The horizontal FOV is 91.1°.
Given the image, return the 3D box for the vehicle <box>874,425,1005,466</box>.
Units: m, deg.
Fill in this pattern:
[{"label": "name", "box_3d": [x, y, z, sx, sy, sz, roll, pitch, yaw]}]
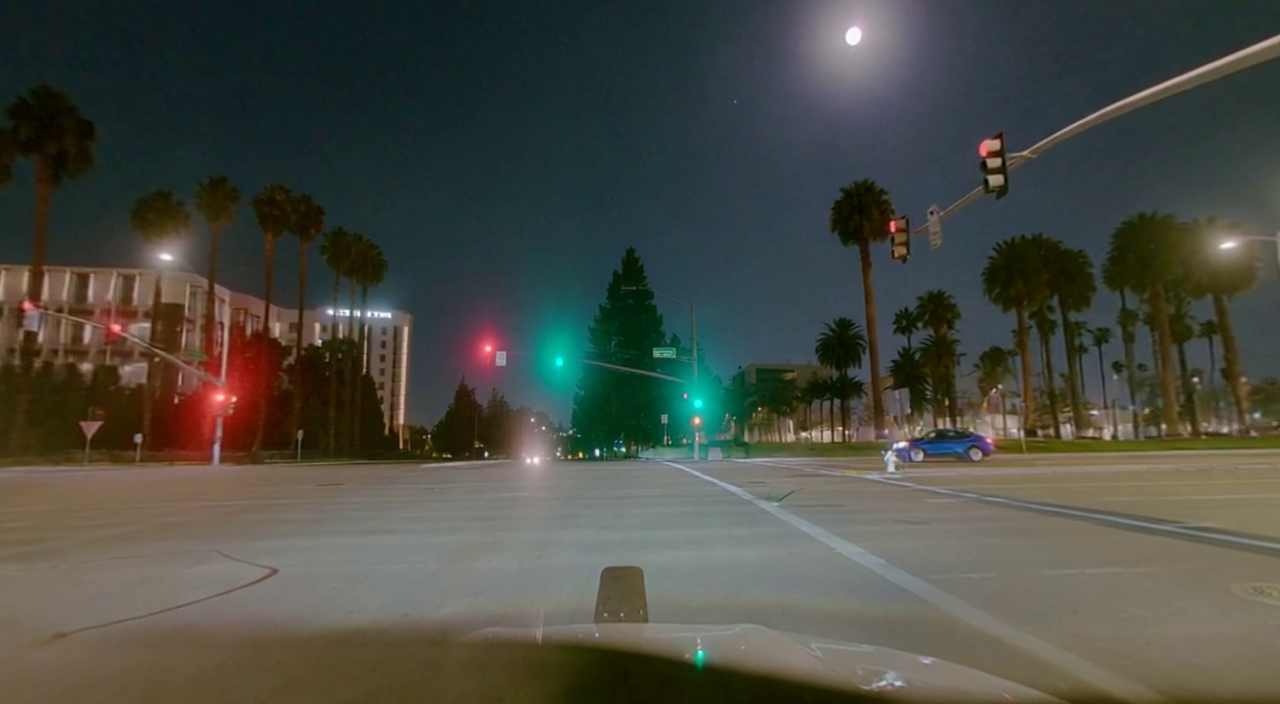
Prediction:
[{"label": "vehicle", "box_3d": [13.379, 4.214, 28.280, 4.820, 1.751, 2.050, 0, -8, -2]}]
